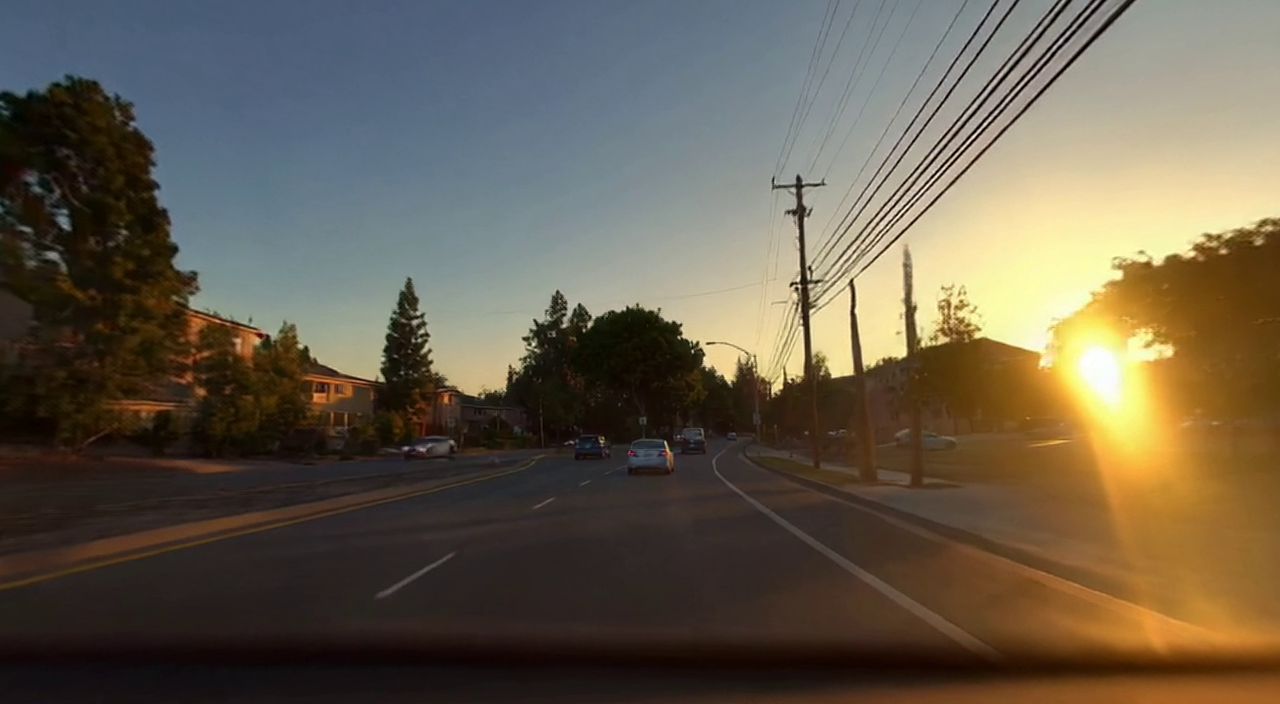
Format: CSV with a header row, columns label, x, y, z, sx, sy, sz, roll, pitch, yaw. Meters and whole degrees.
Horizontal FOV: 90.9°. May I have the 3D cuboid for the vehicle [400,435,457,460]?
label,x,y,z,sx,sy,sz,roll,pitch,yaw
vehicle,-15.720,7.163,47.104,2.081,1.739,4.704,-1,-9,7

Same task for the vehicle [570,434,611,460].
label,x,y,z,sx,sy,sz,roll,pitch,yaw
vehicle,-2.996,5.885,39.026,1.983,1.485,4.159,-1,-8,3

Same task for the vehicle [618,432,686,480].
label,x,y,z,sx,sy,sz,roll,pitch,yaw
vehicle,0.513,3.555,21.741,2.117,1.474,4.036,-1,-8,4
